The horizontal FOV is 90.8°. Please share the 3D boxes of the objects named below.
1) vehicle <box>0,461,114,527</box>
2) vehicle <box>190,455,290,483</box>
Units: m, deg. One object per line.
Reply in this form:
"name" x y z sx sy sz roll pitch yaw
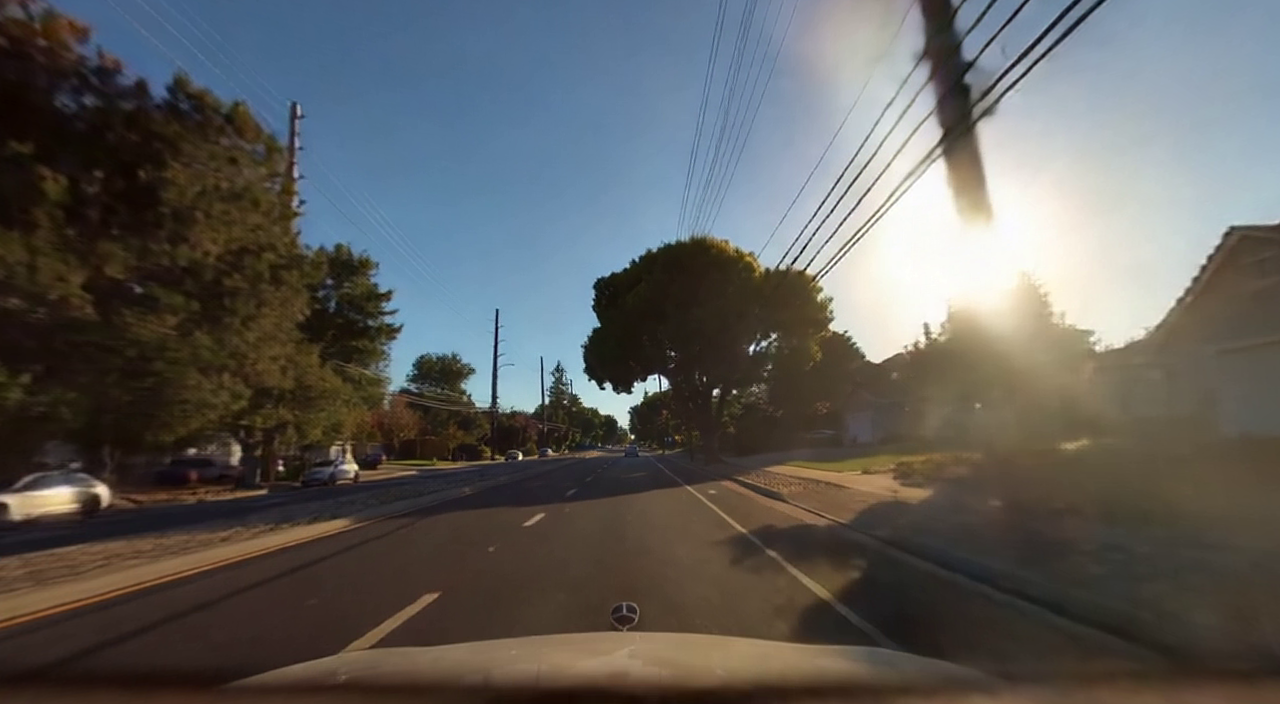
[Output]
"vehicle" -15.945 3.604 15.699 2.018 1.449 4.384 -7 -9 0
"vehicle" -22.515 6.575 35.642 4.243 1.455 2.005 0 -9 1
